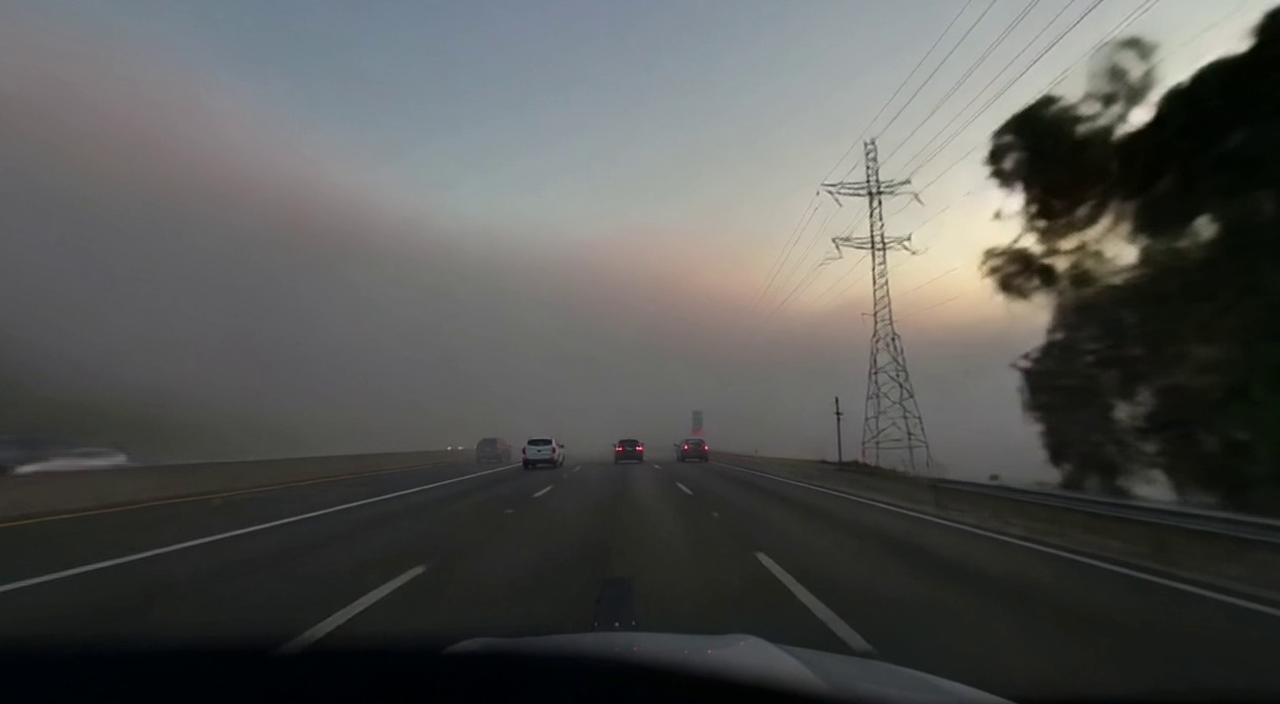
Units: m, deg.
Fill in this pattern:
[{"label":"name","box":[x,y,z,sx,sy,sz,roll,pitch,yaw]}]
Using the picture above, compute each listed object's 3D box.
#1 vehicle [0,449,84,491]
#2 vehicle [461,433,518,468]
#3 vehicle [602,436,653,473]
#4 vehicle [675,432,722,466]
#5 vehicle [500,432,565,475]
[{"label":"vehicle","box":[-23.637,4.377,23.476,1.749,1.435,4.542,0,-8,-1]},{"label":"vehicle","box":[-7.674,5.049,32.641,1.980,1.678,4.255,0,-8,-1]},{"label":"vehicle","box":[-0.560,4.445,27.702,2.086,1.488,3.440,0,-8,-1]},{"label":"vehicle","box":[3.075,5.185,33.964,1.950,1.695,4.446,0,-8,-2]},{"label":"vehicle","box":[-4.385,4.192,26.396,1.901,1.601,4.610,0,-8,0]}]
